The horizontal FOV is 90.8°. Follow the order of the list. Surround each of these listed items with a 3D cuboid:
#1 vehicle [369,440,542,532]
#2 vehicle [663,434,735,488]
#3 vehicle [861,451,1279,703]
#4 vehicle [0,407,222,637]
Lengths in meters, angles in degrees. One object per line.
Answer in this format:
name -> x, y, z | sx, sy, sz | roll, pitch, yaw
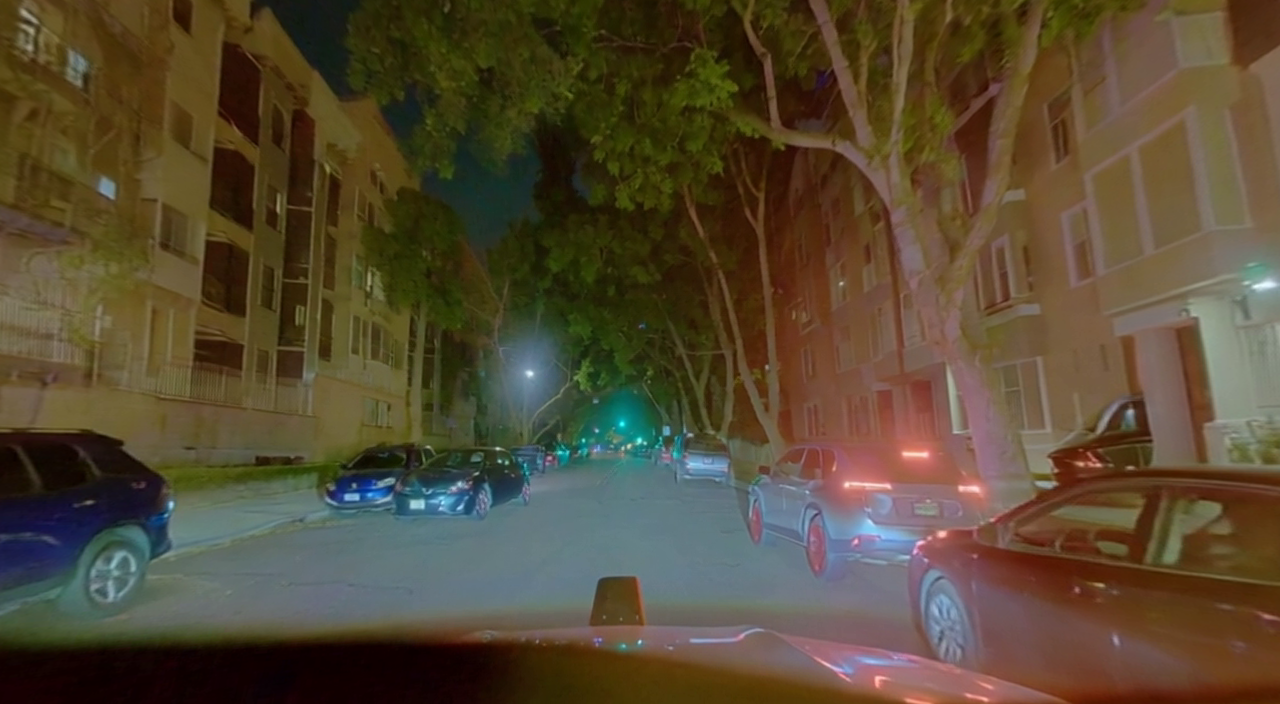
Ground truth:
vehicle -> -3.419, 2.554, 12.754 | 1.966, 1.515, 4.394 | -1, -8, 3
vehicle -> 1.908, 3.699, 21.724 | 1.878, 1.664, 4.033 | 0, -8, -3
vehicle -> 2.468, 1.048, 2.232 | 1.720, 1.333, 4.233 | 0, -8, -2
vehicle -> -6.458, 1.456, 5.051 | 2.308, 1.877, 6.060 | -4, -8, -2
